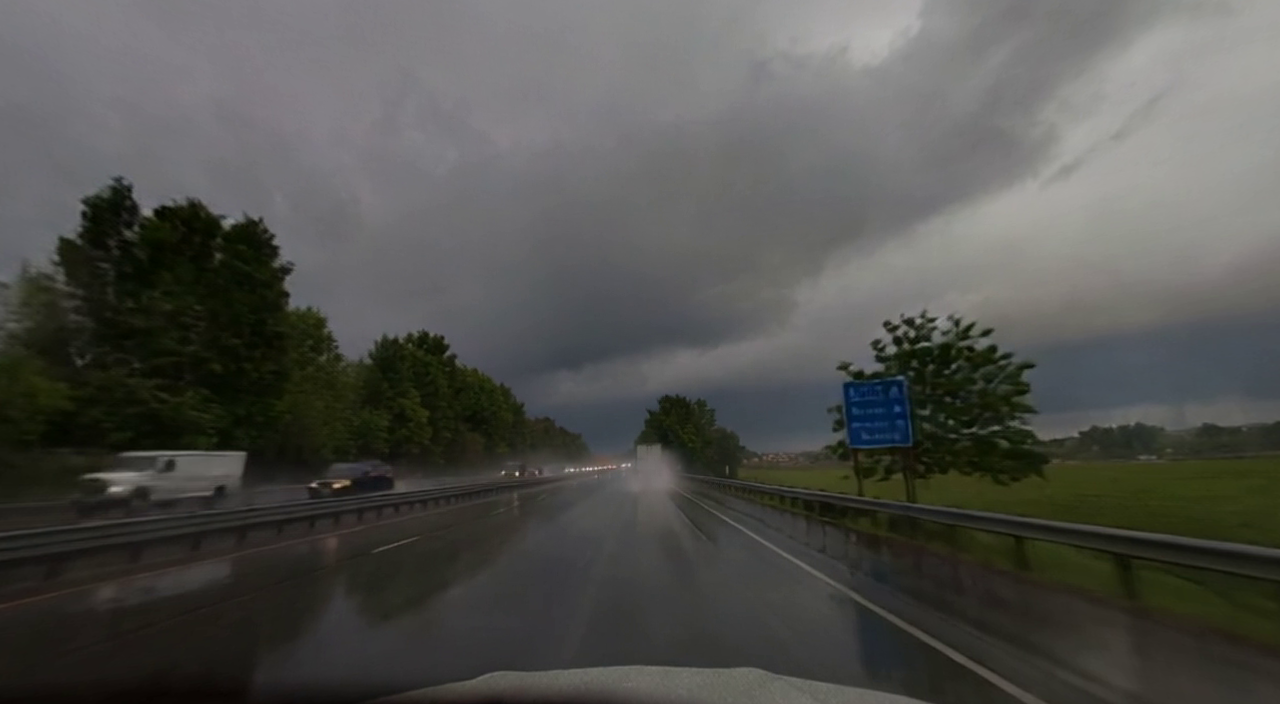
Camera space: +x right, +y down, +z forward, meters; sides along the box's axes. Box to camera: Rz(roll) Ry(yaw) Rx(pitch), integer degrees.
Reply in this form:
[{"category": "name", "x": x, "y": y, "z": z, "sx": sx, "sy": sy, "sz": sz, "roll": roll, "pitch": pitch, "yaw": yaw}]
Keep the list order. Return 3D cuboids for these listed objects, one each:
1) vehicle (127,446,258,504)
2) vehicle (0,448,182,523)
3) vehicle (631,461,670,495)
[{"category": "vehicle", "x": -16.433, "y": 4.557, "z": 23.401, "sx": 2.019, "sy": 1.928, "sz": 3.657, "roll": 0, "pitch": -10, "yaw": 1}, {"category": "vehicle", "x": -16.350, "y": 3.762, "z": 18.181, "sx": 2.028, "sy": 1.777, "sz": 5.635, "roll": 1, "pitch": -10, "yaw": 0}, {"category": "vehicle", "x": 0.553, "y": 6.914, "z": 34.760, "sx": 2.048, "sy": 1.663, "sz": 4.377, "roll": 1, "pitch": -10, "yaw": 0}]
